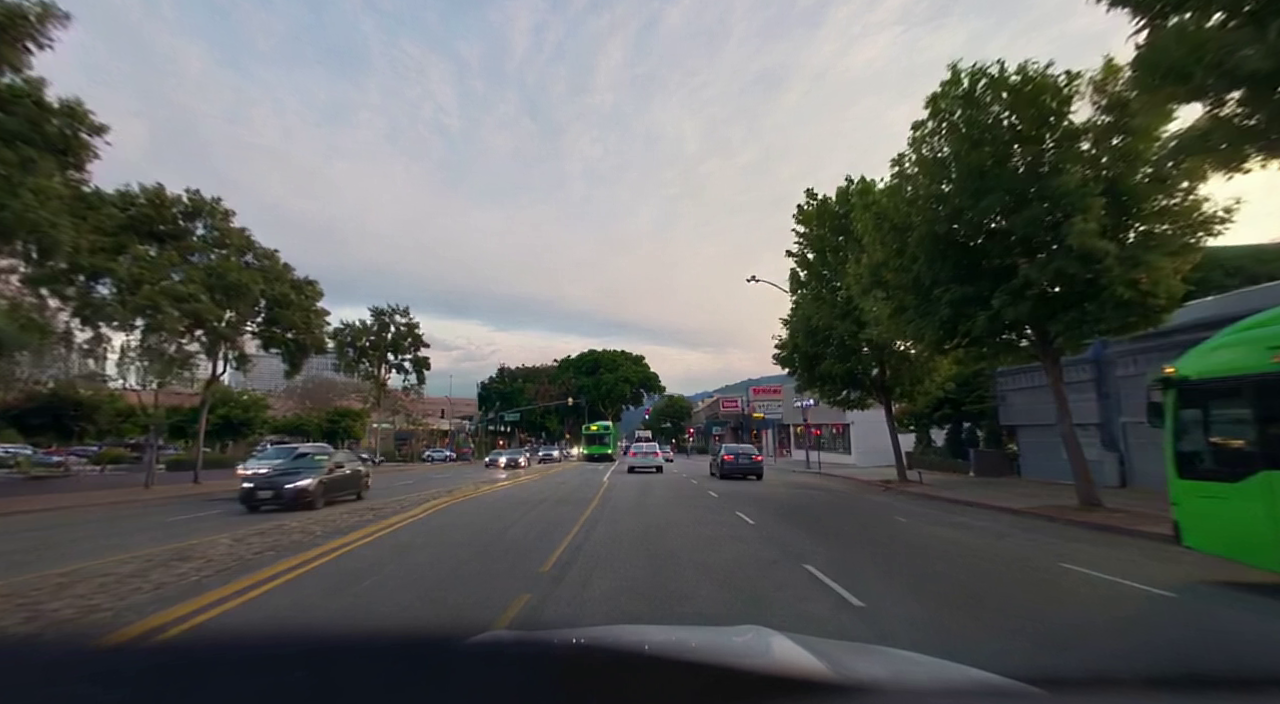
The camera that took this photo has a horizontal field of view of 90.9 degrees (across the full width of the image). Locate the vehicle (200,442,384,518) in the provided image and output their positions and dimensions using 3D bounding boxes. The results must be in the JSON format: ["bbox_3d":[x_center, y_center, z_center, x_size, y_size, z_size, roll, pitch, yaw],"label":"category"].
[{"bbox_3d":[-8.166,2.991,15.368,2.010,1.567,4.250,0,-8,1],"label":"vehicle"}]

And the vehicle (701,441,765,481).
[{"bbox_3d":[3.821,4.543,26.511,2.046,1.540,3.883,0,-8,-1],"label":"vehicle"}]

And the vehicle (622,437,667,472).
[{"bbox_3d":[0.209,5.631,34.859,2.301,1.837,4.411,0,-8,0],"label":"vehicle"}]

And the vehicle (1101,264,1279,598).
[{"bbox_3d":[7.665,0.403,3.592,2.998,3.172,9.225,0,-8,0],"label":"vehicle"}]

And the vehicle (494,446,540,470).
[{"bbox_3d":[-8.168,7.106,42.333,2.228,1.476,4.162,0,-8,0],"label":"vehicle"}]
